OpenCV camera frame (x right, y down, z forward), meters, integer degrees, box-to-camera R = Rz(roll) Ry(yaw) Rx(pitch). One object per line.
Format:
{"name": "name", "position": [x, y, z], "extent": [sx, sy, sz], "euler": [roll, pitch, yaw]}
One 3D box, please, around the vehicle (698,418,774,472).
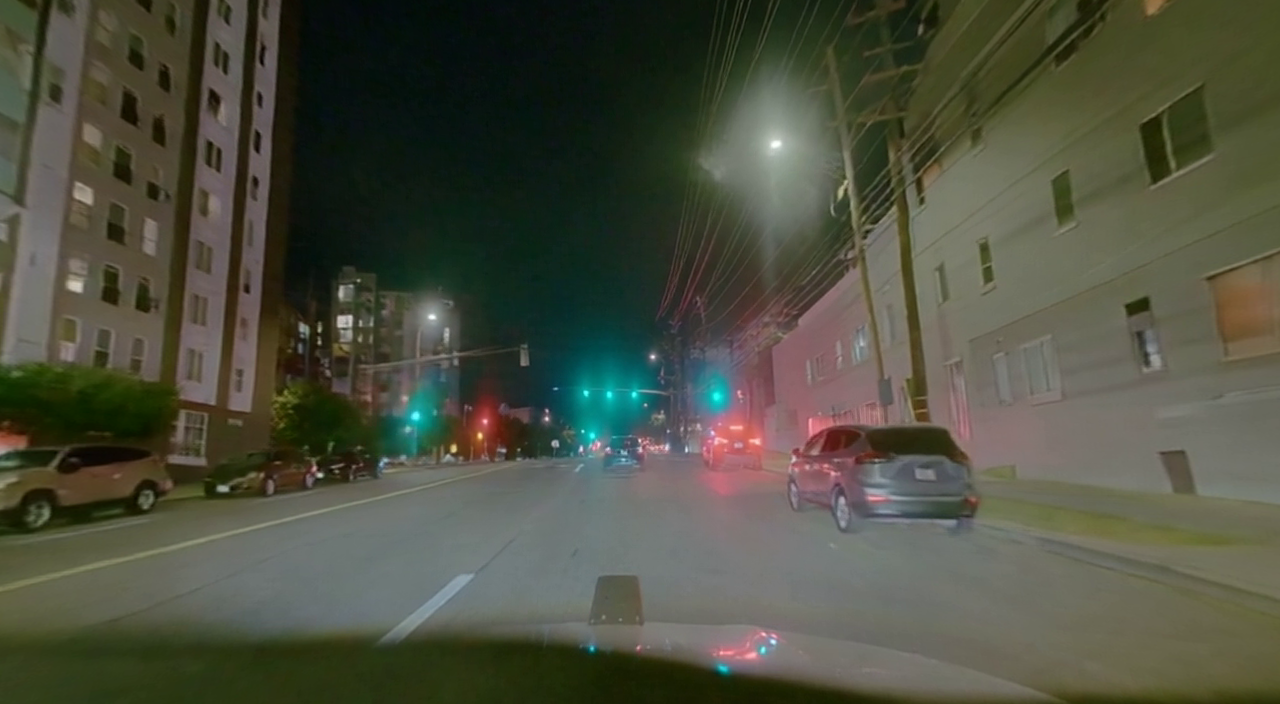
{"name": "vehicle", "position": [3.728, 3.705, 25.590], "extent": [2.248, 1.945, 5.011], "euler": [0, -7, -1]}

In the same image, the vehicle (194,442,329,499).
{"name": "vehicle", "position": [-12.012, 3.739, 20.401], "extent": [2.004, 1.526, 3.807], "euler": [-2, -7, 0]}

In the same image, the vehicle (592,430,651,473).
{"name": "vehicle", "position": [-0.626, 3.634, 23.558], "extent": [2.019, 1.453, 4.129], "euler": [0, -7, 0]}

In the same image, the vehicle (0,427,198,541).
{"name": "vehicle", "position": [-11.872, 2.537, 13.114], "extent": [1.997, 1.918, 4.736], "euler": [0, -7, -2]}

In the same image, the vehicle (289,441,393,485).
{"name": "vehicle", "position": [-11.990, 4.431, 25.718], "extent": [1.910, 1.498, 4.662], "euler": [-2, -7, 1]}

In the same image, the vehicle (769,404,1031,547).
{"name": "vehicle", "position": [3.703, 1.820, 10.142], "extent": [2.186, 1.764, 4.470], "euler": [0, -7, -2]}
